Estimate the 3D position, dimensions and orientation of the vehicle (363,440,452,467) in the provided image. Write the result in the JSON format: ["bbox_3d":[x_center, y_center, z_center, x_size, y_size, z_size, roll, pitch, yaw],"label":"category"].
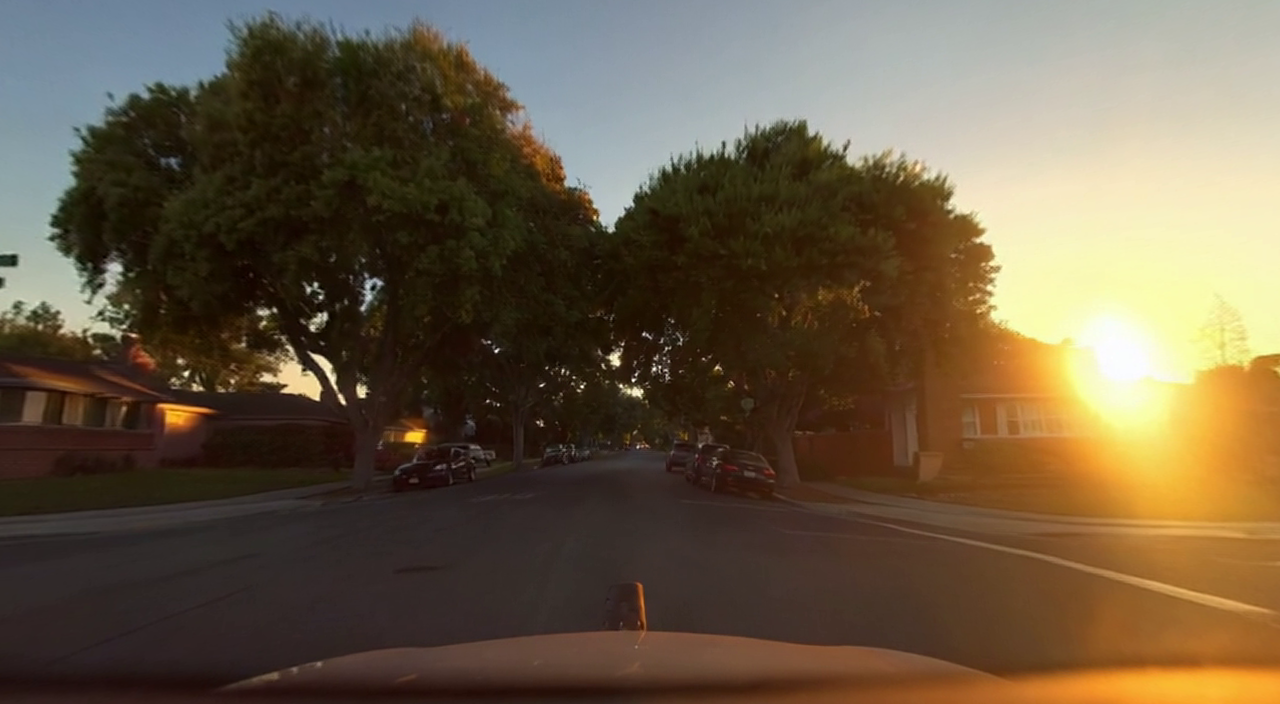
[{"bbox_3d":[-13.515,5.930,36.972,4.423,1.522,1.961,0,-8,-2],"label":"vehicle"}]

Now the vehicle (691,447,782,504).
[{"bbox_3d":[2.787,3.669,19.251,1.881,1.487,4.183,1,-8,-3],"label":"vehicle"}]
